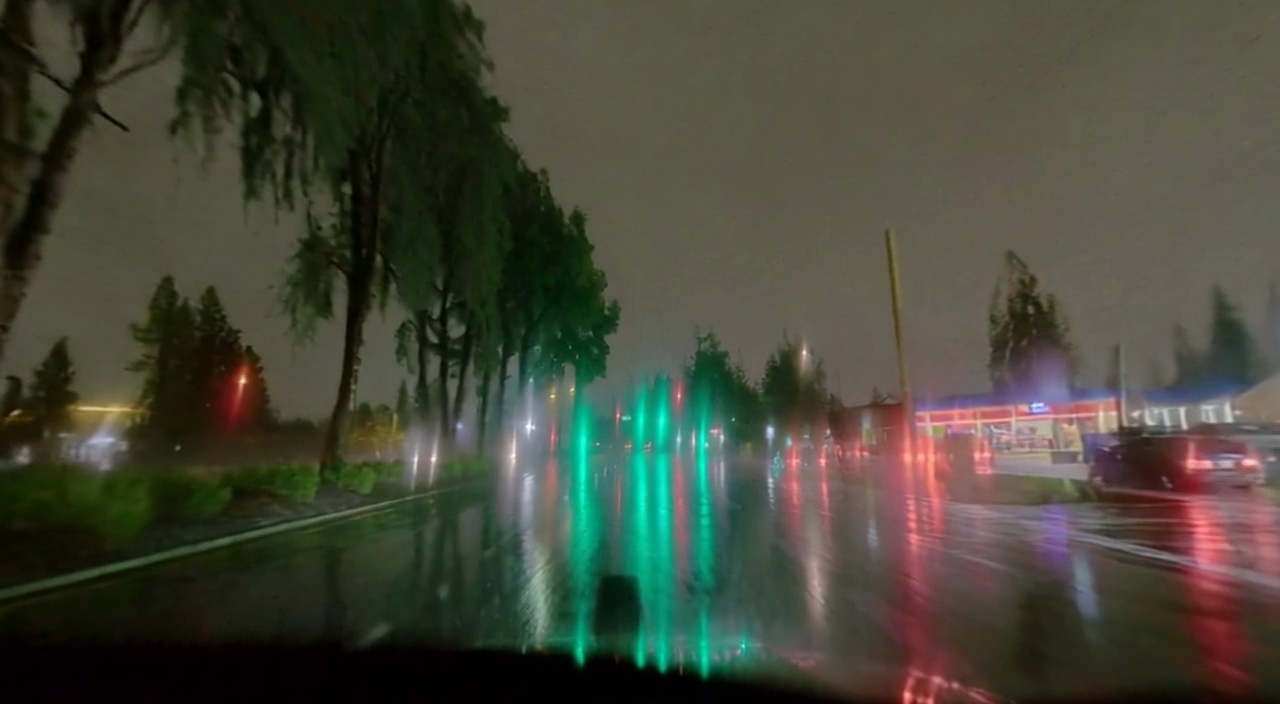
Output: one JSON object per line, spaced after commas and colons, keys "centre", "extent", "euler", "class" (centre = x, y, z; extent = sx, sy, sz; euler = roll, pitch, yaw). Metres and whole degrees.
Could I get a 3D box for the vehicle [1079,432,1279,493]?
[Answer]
{"centre": [14.905, 3.052, 17.774], "extent": [1.920, 1.471, 4.516], "euler": [0, -8, 1], "class": "vehicle"}
